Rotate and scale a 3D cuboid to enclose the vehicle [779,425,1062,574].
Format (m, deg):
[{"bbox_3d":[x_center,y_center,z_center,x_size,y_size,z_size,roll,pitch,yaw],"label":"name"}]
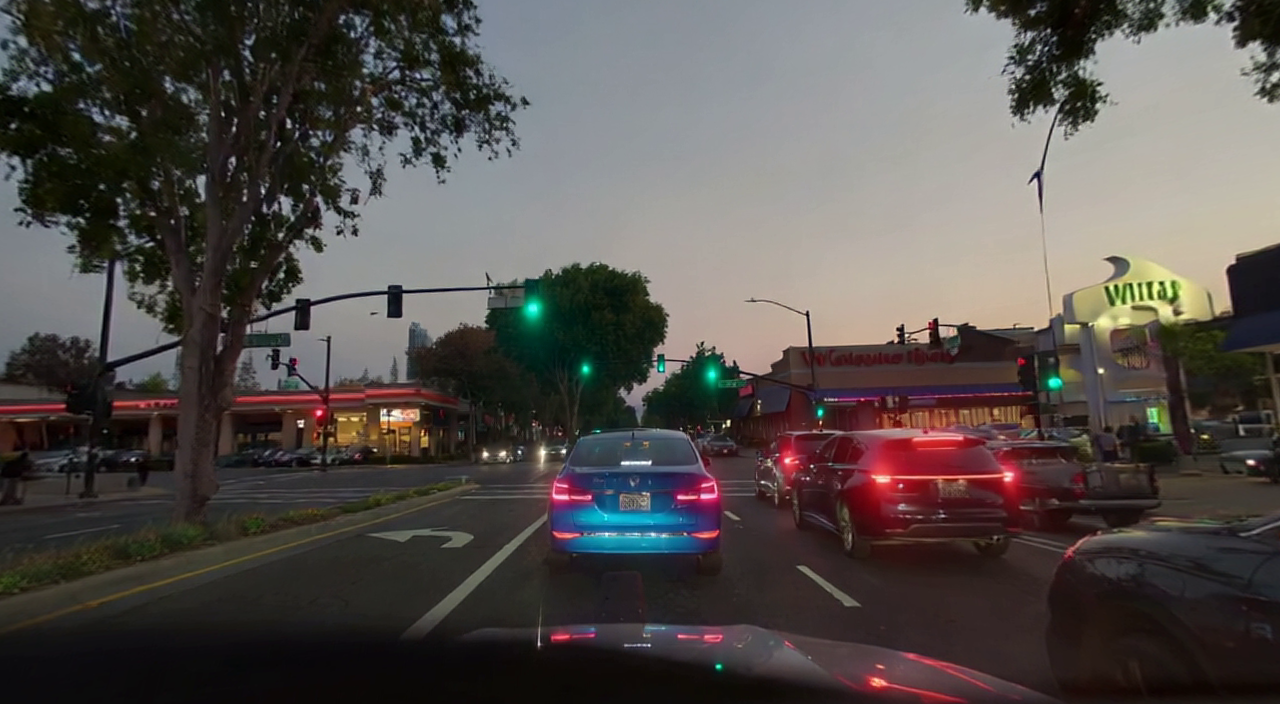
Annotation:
[{"bbox_3d":[3.326,1.819,8.581,1.865,1.496,4.170,0,-9,-1],"label":"vehicle"}]

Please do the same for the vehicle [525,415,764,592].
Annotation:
[{"bbox_3d":[0.017,1.655,7.653,2.154,1.577,3.723,0,-9,-1],"label":"vehicle"}]

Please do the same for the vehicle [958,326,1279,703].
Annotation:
[{"bbox_3d":[2.985,0.705,1.595,2.075,1.661,4.401,0,-9,1],"label":"vehicle"}]

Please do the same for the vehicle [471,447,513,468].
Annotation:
[{"bbox_3d":[-11.244,8.003,48.232,2.099,1.478,4.411,0,-9,0],"label":"vehicle"}]

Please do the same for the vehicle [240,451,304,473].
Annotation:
[{"bbox_3d":[-28.569,8.528,49.182,4.205,1.541,1.780,4,-10,-28],"label":"vehicle"}]

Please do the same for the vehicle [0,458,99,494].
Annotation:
[{"bbox_3d":[-27.215,5.501,28.096,4.285,1.427,1.883,3,-9,-22],"label":"vehicle"}]

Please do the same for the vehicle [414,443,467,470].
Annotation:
[{"bbox_3d":[-15.068,7.885,48.028,2.395,1.903,4.860,-1,-9,1],"label":"vehicle"}]
